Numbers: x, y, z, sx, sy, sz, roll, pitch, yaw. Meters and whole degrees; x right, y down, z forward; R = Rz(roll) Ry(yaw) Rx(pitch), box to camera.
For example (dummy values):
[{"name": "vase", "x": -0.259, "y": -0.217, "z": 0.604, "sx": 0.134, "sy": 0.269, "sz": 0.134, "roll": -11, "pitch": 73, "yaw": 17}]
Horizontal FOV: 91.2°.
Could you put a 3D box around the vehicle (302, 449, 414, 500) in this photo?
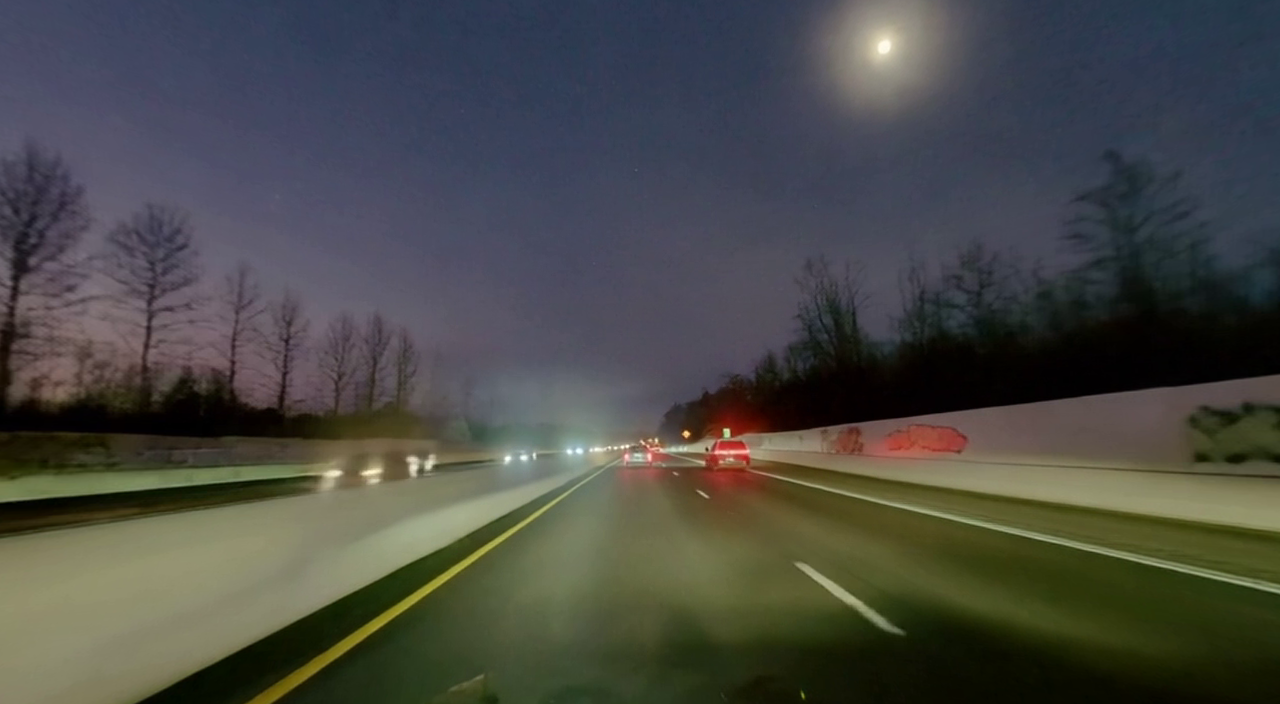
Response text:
[{"name": "vehicle", "x": -9.358, "y": 4.046, "z": 21.222, "sx": 1.853, "sy": 1.505, "sz": 4.218, "roll": -1, "pitch": -9, "yaw": 0}]

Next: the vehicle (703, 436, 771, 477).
[{"name": "vehicle", "x": 4.137, "y": 4.528, "z": 27.356, "sx": 2.303, "sy": 1.614, "sz": 4.154, "roll": -1, "pitch": -9, "yaw": 0}]

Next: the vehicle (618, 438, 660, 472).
[{"name": "vehicle", "x": -0.086, "y": 5.496, "z": 33.519, "sx": 2.095, "sy": 1.671, "sz": 4.219, "roll": 0, "pitch": -9, "yaw": -1}]
